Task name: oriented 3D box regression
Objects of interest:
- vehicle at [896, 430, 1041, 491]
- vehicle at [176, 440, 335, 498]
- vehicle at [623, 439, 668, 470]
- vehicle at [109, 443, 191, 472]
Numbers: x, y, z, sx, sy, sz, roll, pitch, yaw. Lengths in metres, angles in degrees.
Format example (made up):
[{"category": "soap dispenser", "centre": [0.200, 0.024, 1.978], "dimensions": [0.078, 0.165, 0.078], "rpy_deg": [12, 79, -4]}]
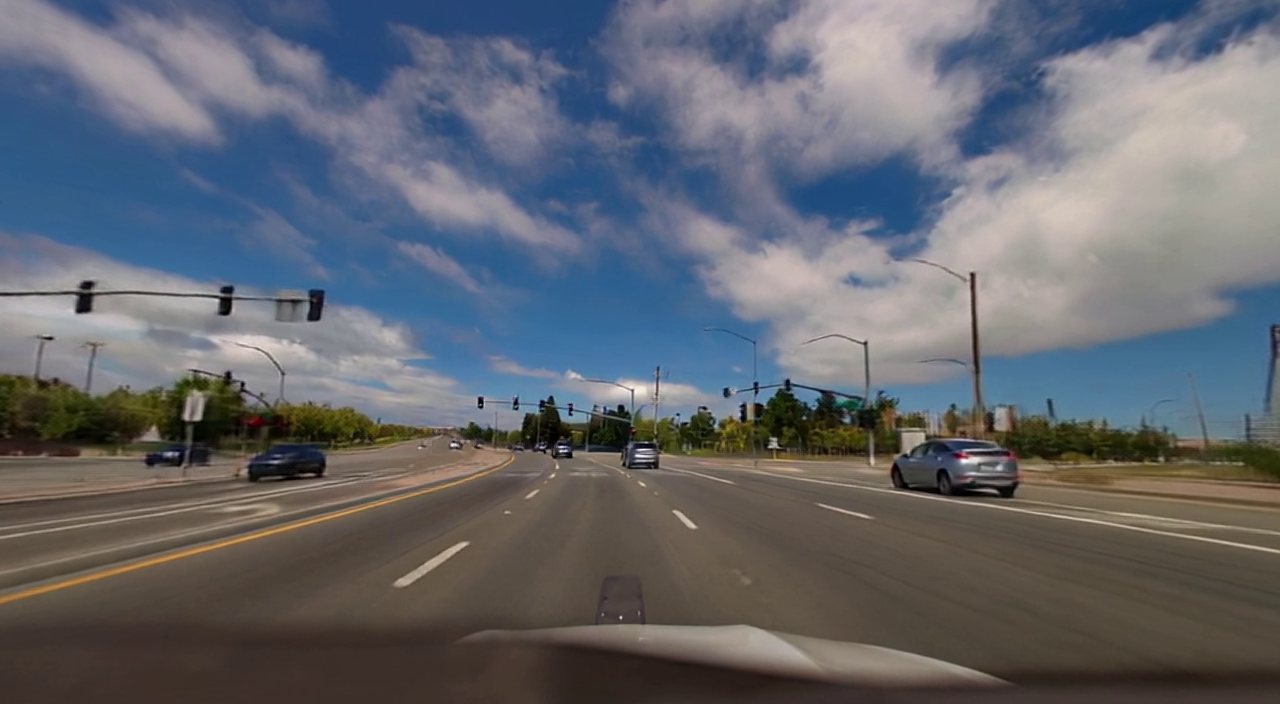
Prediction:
[{"category": "vehicle", "centre": [10.461, 3.488, 20.637], "dimensions": [2.130, 1.741, 4.665], "rpy_deg": [0, -9, -1]}, {"category": "vehicle", "centre": [-12.169, 3.699, 20.469], "dimensions": [2.399, 1.624, 4.585], "rpy_deg": [0, -9, -3]}, {"category": "vehicle", "centre": [0.251, 6.015, 37.324], "dimensions": [2.024, 1.724, 3.928], "rpy_deg": [1, -9, -8]}, {"category": "vehicle", "centre": [-30.055, 6.468, 38.931], "dimensions": [1.873, 1.627, 4.459], "rpy_deg": [1, -9, -8]}]
